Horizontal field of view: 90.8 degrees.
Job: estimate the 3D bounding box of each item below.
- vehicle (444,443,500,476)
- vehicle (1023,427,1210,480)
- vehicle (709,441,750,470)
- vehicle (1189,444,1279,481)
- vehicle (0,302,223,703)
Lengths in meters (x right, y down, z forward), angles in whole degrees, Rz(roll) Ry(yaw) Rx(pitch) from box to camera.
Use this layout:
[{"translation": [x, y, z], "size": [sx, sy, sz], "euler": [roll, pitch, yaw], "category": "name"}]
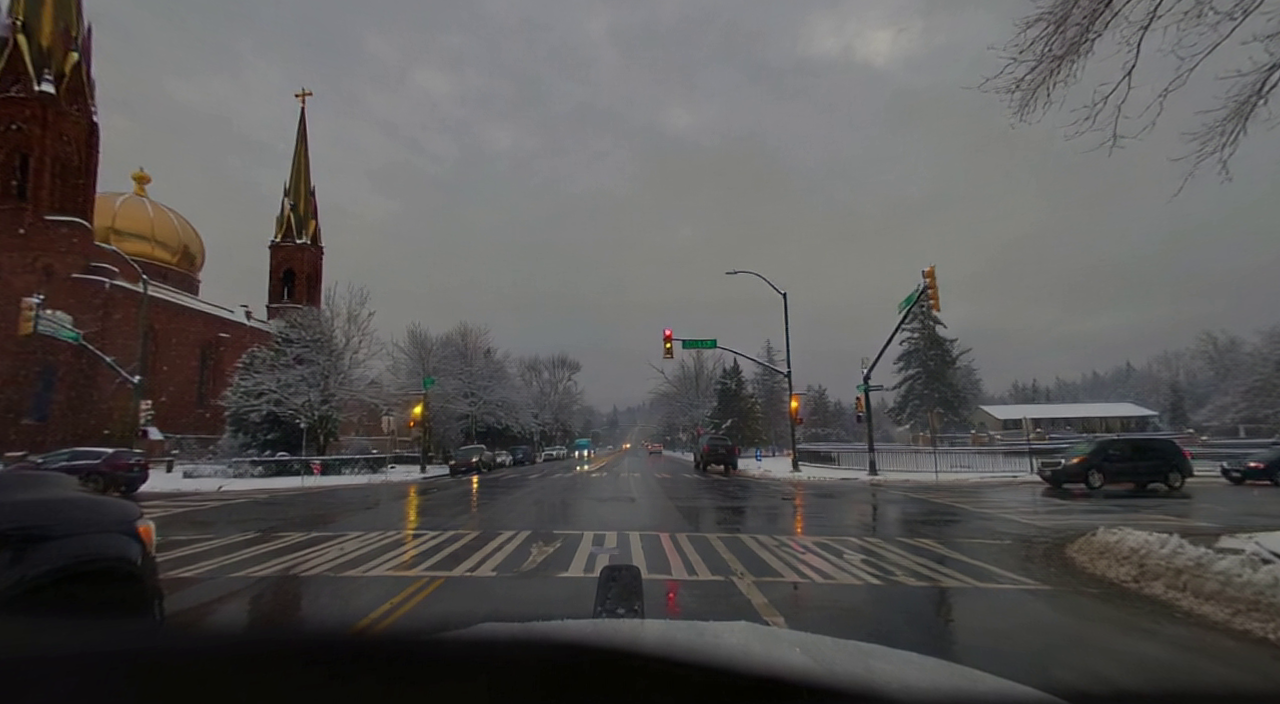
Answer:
[{"translation": [-10.258, 6.581, 38.961], "size": [2.076, 1.876, 4.669], "euler": [0, -8, 1], "category": "vehicle"}, {"translation": [19.860, 4.255, 26.578], "size": [5.852, 2.057, 2.361], "euler": [0, -8, 0], "category": "vehicle"}, {"translation": [5.806, 6.794, 41.514], "size": [1.969, 1.776, 4.329], "euler": [0, -8, -2], "category": "vehicle"}, {"translation": [26.361, 4.653, 26.676], "size": [4.561, 1.475, 1.850], "euler": [0, -8, 0], "category": "vehicle"}, {"translation": [-3.882, 0.575, 1.144], "size": [2.251, 2.009, 5.688], "euler": [0, -8, 1], "category": "vehicle"}]
